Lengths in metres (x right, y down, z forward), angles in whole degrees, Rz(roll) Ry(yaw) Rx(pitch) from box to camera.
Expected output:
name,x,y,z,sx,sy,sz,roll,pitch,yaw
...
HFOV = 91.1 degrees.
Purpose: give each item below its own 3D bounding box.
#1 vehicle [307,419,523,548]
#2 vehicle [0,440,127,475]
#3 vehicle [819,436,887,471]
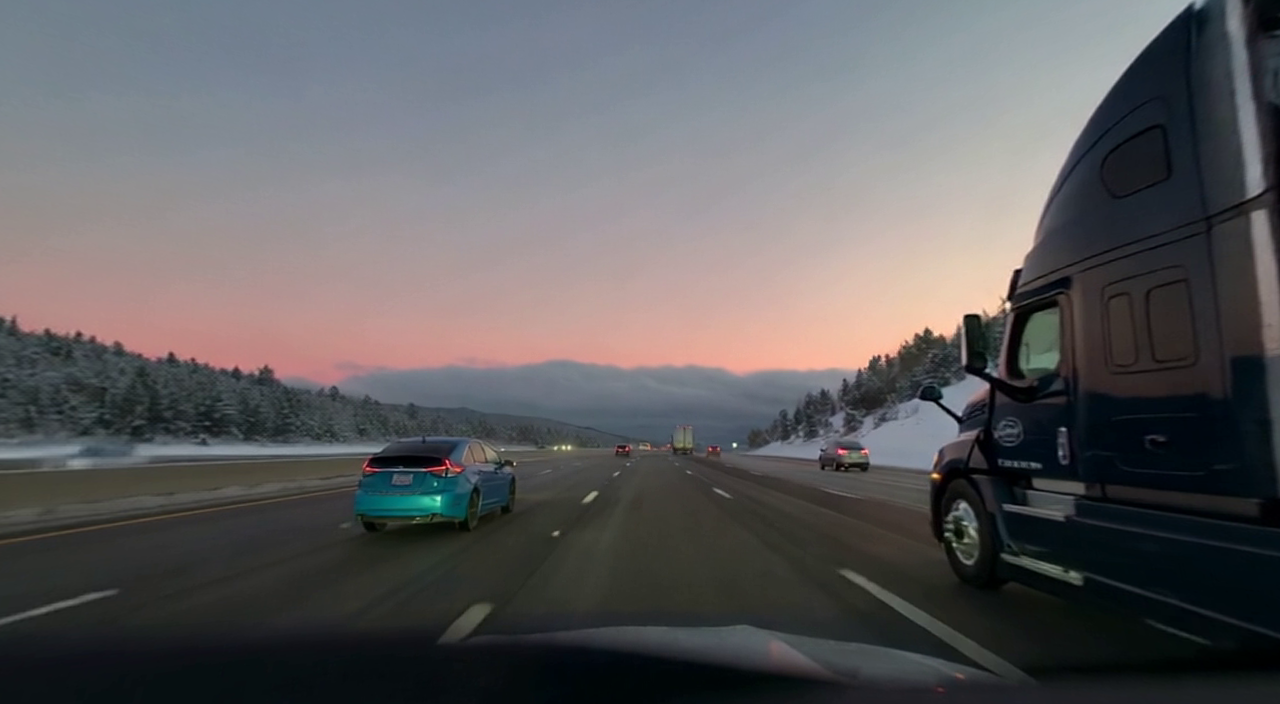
name,x,y,z,sx,sy,sz,roll,pitch,yaw
vehicle,-3.220,1.959,9.965,1.967,1.615,3.886,0,-8,0
vehicle,-25.938,4.643,27.940,1.851,1.390,5.059,0,-8,1
vehicle,11.450,5.473,34.062,2.062,1.736,4.589,0,-8,0
